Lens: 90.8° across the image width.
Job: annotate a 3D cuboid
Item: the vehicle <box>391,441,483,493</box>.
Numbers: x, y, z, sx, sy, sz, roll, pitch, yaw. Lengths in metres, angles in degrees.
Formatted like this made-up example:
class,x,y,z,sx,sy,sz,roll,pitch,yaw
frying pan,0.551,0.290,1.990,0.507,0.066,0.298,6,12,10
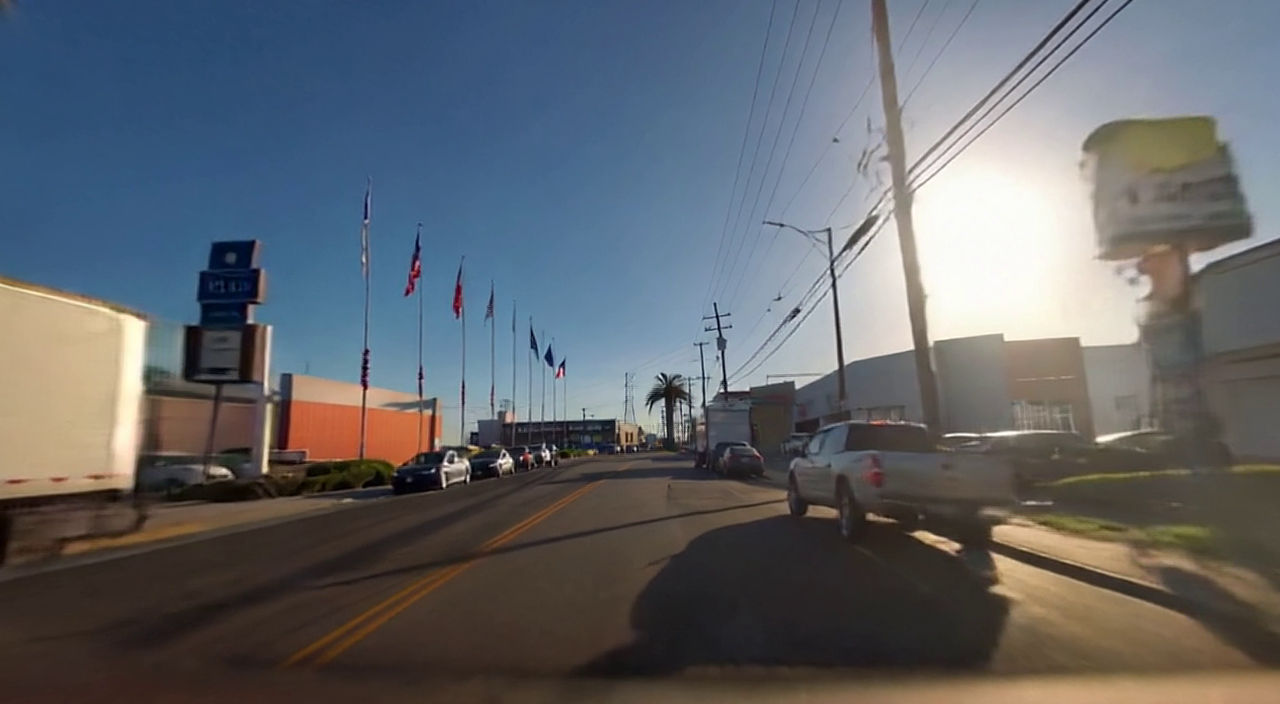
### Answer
class,x,y,z,sx,sy,sz,roll,pitch,yaw
vehicle,-7.426,4.215,23.554,1.936,1.632,4.145,-3,-8,2

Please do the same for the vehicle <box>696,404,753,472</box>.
class,x,y,z,sx,sy,sz,roll,pitch,yaw
vehicle,5.088,5.478,39.852,2.933,3.697,10.065,-1,-9,4

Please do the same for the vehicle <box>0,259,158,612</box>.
class,x,y,z,sx,sy,sz,roll,pitch,yaw
vehicle,-7.853,0.505,4.113,2.941,3.418,7.738,-1,-9,3

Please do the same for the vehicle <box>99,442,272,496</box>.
class,x,y,z,sx,sy,sz,roll,pitch,yaw
vehicle,-15.391,3.971,21.836,1.935,1.550,4.951,-3,-9,7

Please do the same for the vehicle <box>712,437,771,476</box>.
class,x,y,z,sx,sy,sz,roll,pitch,yaw
vehicle,4.930,5.162,31.481,2.141,1.739,5.130,0,-9,1

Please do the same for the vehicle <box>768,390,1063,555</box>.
class,x,y,z,sx,sy,sz,roll,pitch,yaw
vehicle,3.955,1.916,10.787,2.400,1.985,6.155,0,-9,2
